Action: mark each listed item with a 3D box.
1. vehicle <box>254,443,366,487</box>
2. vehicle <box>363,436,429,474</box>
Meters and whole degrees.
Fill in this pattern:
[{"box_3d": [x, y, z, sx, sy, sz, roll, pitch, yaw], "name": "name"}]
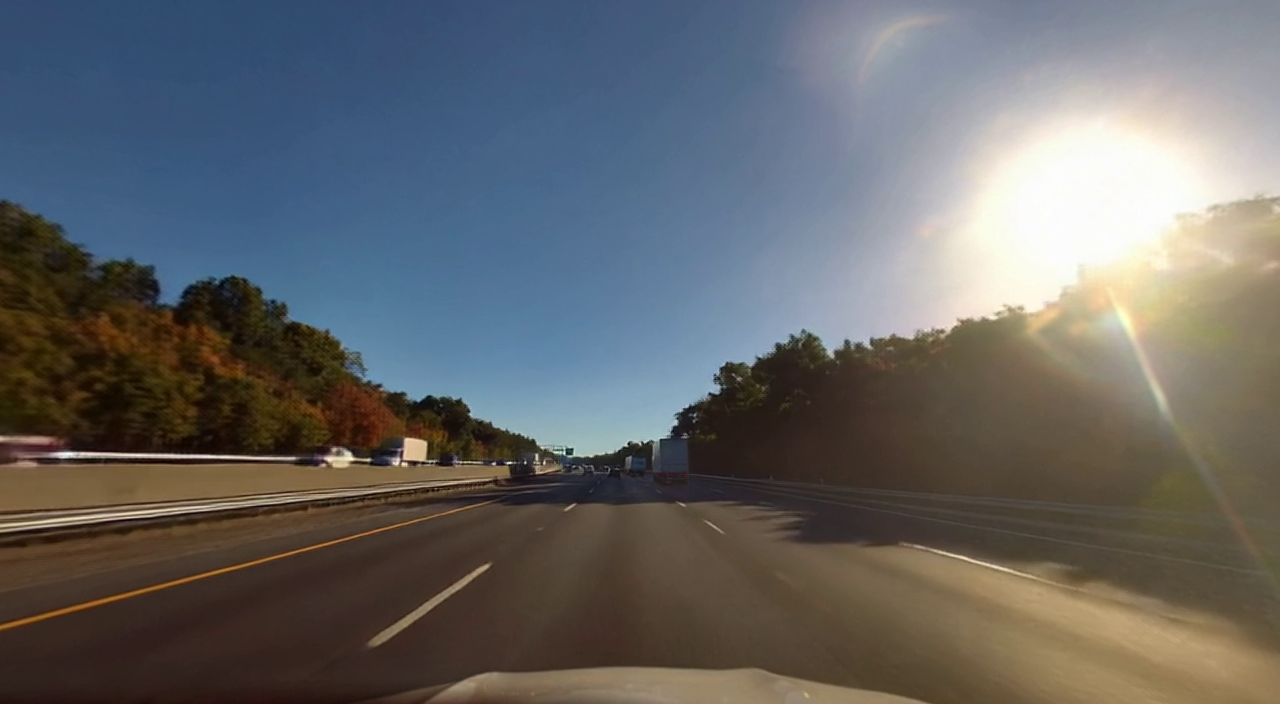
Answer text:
[{"box_3d": [-12.265, 4.276, 23.796, 1.858, 1.451, 4.401, 1, -11, -1], "name": "vehicle"}, {"box_3d": [-16.675, 7.175, 43.419, 2.228, 2.396, 5.865, 1, -11, -1], "name": "vehicle"}]
